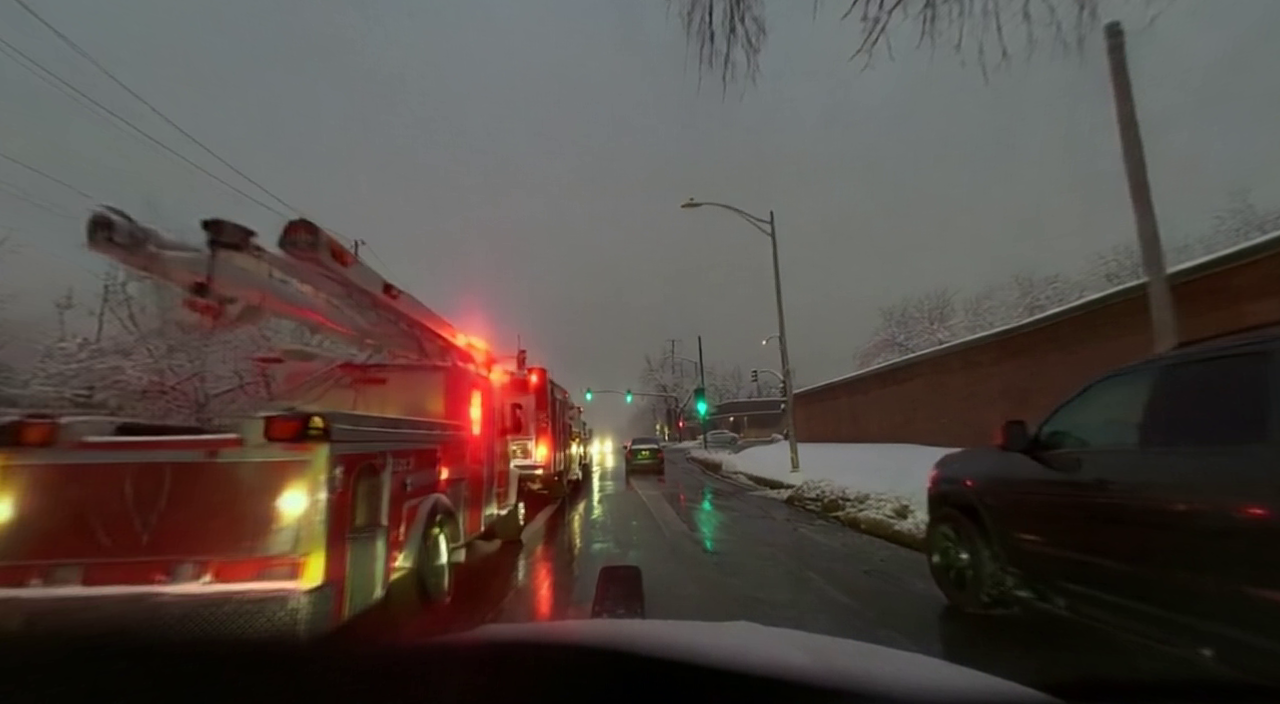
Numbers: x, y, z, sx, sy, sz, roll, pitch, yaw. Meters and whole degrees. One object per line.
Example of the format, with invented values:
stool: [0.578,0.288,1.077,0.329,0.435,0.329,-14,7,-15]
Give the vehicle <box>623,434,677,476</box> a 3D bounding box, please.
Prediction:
vehicle: [0.380,4.968,30.615,2.332,1.831,4.930,0,-9,-3]

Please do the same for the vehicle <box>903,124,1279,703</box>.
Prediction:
vehicle: [4.083,0.470,2.936,3.411,2.429,5.271,0,-9,0]

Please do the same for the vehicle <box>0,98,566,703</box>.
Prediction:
vehicle: [-3.223,0.967,7.580,3.644,3.138,9.346,0,-9,-1]
